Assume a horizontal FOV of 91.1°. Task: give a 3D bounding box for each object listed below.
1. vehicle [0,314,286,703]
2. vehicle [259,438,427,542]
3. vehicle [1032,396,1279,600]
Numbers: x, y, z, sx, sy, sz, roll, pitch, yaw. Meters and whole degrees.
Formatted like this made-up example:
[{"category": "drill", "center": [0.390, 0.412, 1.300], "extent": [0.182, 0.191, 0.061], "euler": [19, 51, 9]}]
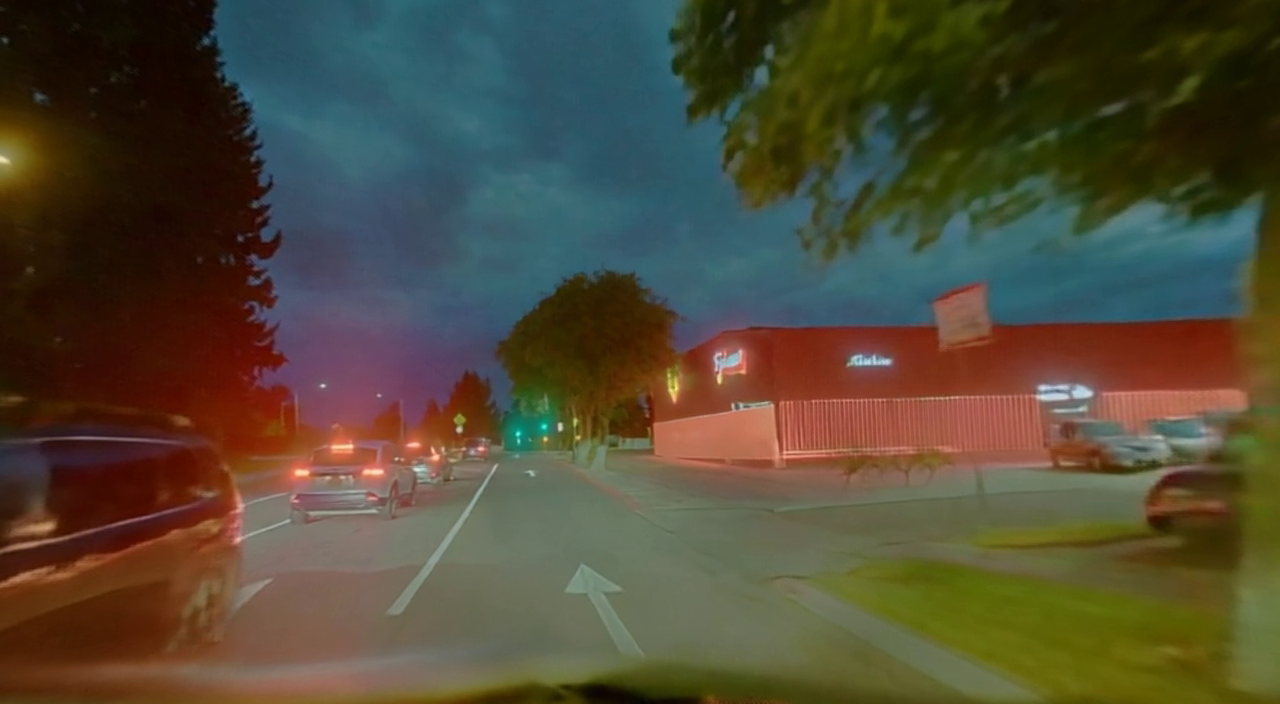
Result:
[{"category": "vehicle", "center": [-3.164, 0.778, 2.105], "extent": [2.065, 1.773, 4.128], "euler": [1, -8, -9]}, {"category": "vehicle", "center": [-5.246, 2.392, 11.733], "extent": [1.768, 1.539, 4.147], "euler": [1, -8, -11]}, {"category": "vehicle", "center": [6.079, 1.300, 6.590], "extent": [3.575, 1.473, 1.785], "euler": [-1, -8, -32]}]
